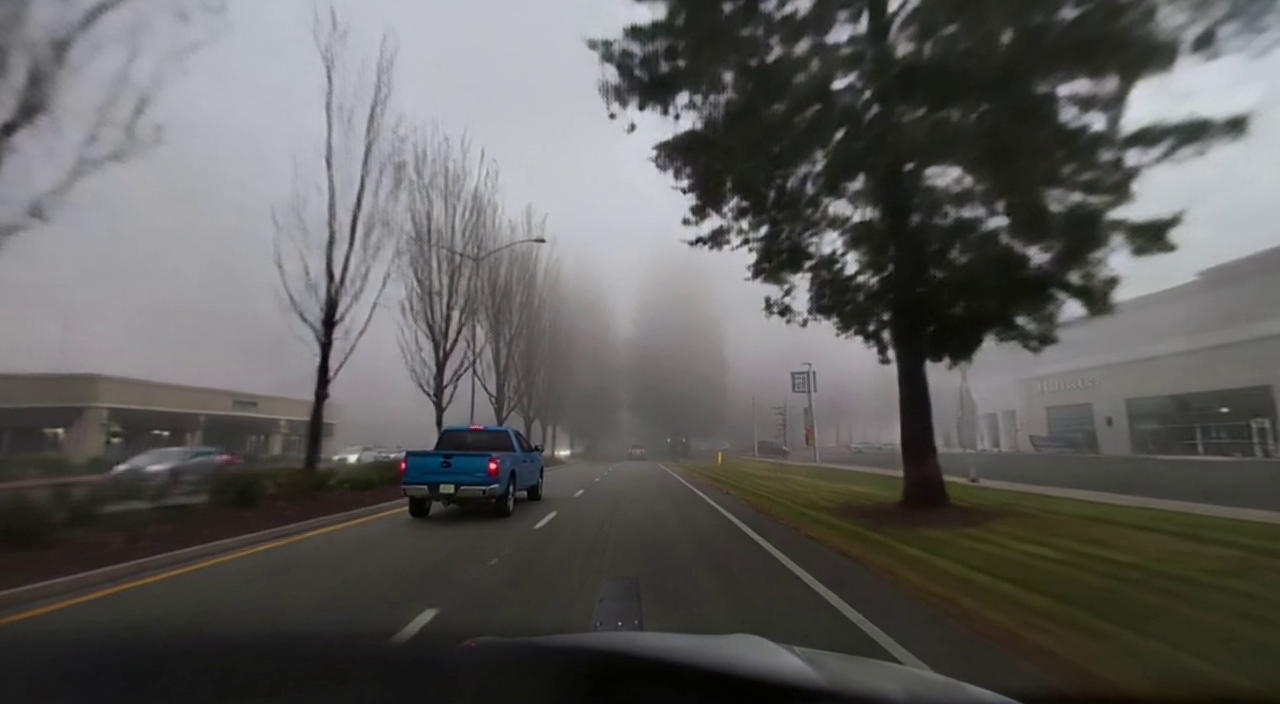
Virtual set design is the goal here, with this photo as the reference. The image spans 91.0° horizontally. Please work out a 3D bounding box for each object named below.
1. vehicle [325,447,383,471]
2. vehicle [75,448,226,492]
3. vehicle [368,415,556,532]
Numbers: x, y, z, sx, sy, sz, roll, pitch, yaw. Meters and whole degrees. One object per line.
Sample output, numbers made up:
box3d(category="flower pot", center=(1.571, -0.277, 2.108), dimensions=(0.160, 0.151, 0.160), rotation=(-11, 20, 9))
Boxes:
box3d(category="vehicle", center=(-21.408, 7.990, 47.320), dimensions=(1.840, 1.510, 5.115), rotation=(-2, -8, 2))
box3d(category="vehicle", center=(-18.411, 4.414, 24.040), dimensions=(1.854, 1.472, 4.854), rotation=(0, -9, 1))
box3d(category="vehicle", center=(-3.109, 2.278, 12.491), dimensions=(2.065, 1.790, 5.417), rotation=(0, -9, 1))
